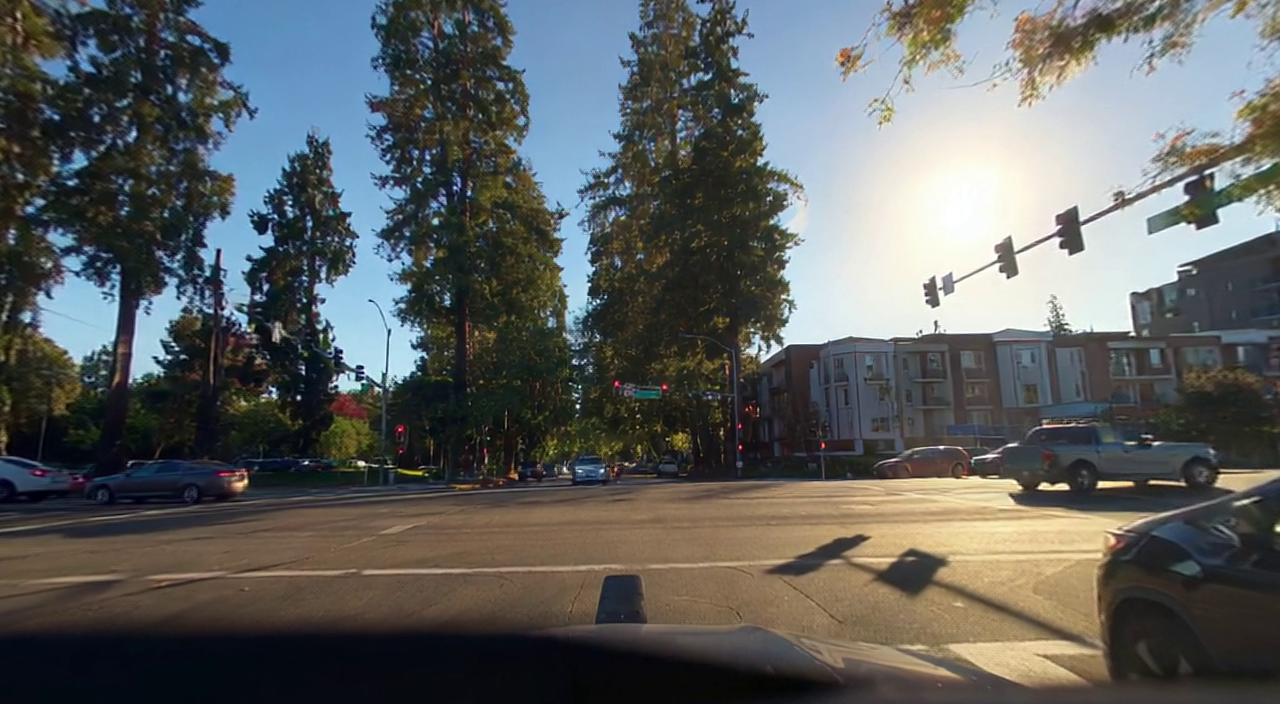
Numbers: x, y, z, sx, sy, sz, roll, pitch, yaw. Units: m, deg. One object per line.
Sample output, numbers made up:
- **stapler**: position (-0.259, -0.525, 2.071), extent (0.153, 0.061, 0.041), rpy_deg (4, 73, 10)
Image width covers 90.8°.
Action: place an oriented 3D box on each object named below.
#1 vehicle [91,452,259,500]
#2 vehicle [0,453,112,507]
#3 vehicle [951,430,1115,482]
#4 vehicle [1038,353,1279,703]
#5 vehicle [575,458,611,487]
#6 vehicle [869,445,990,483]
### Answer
- **vehicle**: position (-18.735, 5.030, 25.703), extent (4.798, 1.763, 2.536), rpy_deg (-1, -10, 0)
- **vehicle**: position (-22.065, 4.468, 22.293), extent (4.748, 1.727, 2.325), rpy_deg (0, -9, 1)
- **vehicle**: position (18.985, 5.051, 30.841), extent (6.109, 2.348, 2.683), rpy_deg (0, -9, 0)
- **vehicle**: position (3.745, 0.819, 2.311), extent (2.227, 1.705, 4.719), rpy_deg (-2, -9, 11)
- **vehicle**: position (-3.181, 7.970, 42.091), extent (2.162, 1.740, 4.728), rpy_deg (1, -9, -7)
- **vehicle**: position (15.552, 6.023, 34.201), extent (5.220, 1.897, 2.596), rpy_deg (0, -9, 0)
